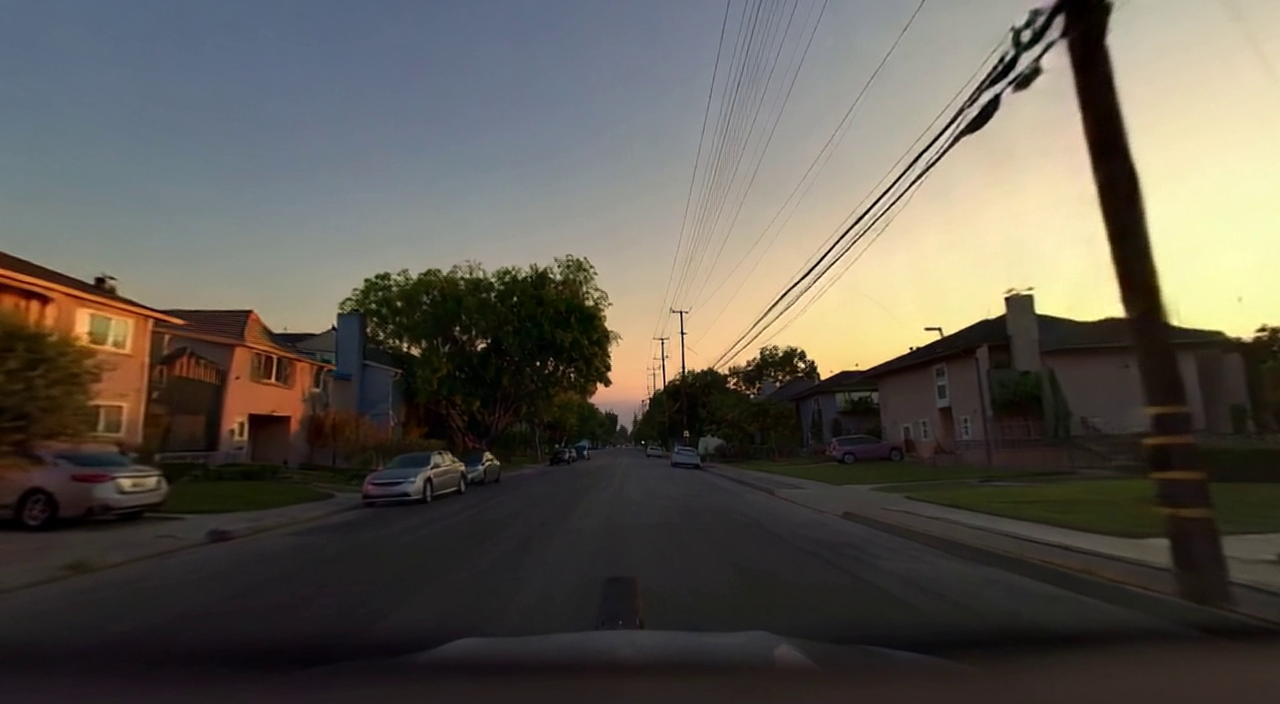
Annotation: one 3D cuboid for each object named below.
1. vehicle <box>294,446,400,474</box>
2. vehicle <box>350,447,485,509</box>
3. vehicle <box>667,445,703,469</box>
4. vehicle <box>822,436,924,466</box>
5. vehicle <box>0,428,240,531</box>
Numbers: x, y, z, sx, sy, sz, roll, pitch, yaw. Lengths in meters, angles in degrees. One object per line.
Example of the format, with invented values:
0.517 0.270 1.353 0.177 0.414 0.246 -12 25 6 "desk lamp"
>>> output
-15.915 5.876 34.494 4.833 1.489 1.987 -1 -9 3 "vehicle"
-6.286 3.600 18.648 2.208 1.491 5.089 0 -8 -1 "vehicle"
2.952 6.970 41.919 1.925 1.482 4.326 0 -9 -2 "vehicle"
12.164 5.181 33.226 4.605 1.492 1.898 0 -9 0 "vehicle"
-12.125 2.459 12.451 6.619 1.759 2.632 -1 -9 -2 "vehicle"
